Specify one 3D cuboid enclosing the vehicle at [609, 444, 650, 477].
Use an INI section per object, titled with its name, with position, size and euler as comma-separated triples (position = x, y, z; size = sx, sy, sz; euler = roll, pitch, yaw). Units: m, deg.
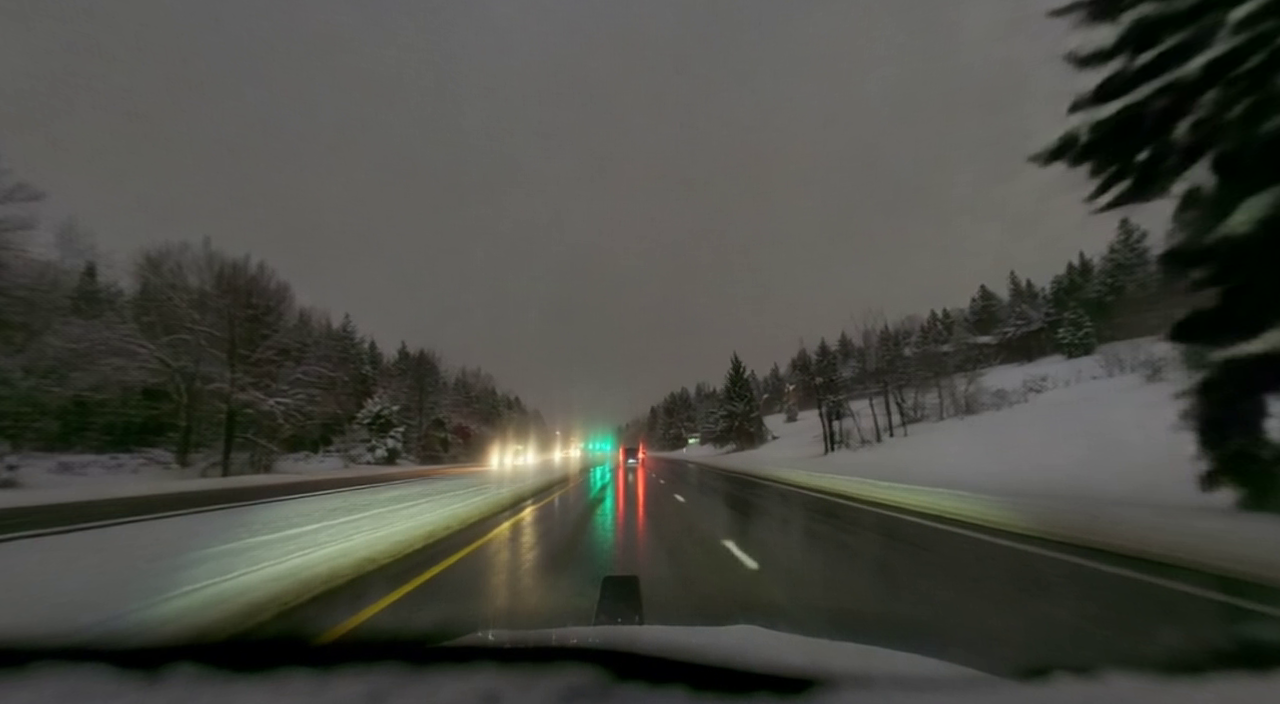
[vehicle]
position = -0.516, 6.002, 35.080
size = 2.120, 1.715, 4.153
euler = 0, -9, 1
